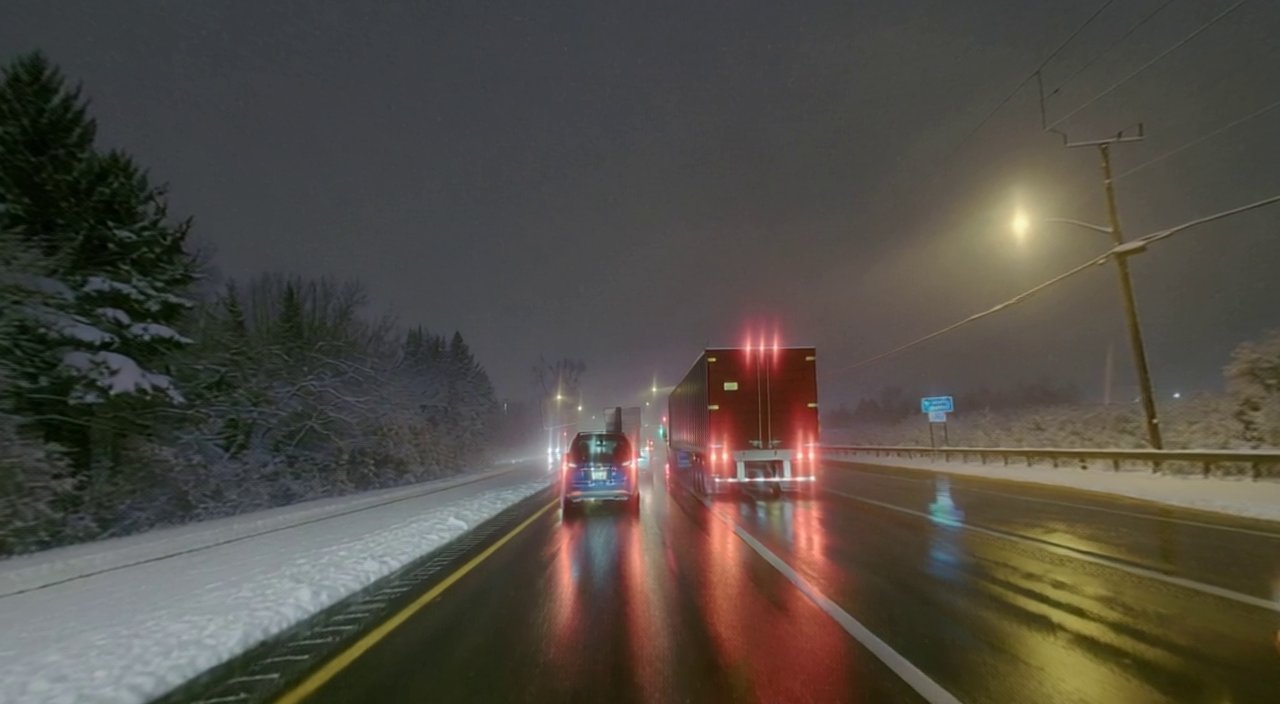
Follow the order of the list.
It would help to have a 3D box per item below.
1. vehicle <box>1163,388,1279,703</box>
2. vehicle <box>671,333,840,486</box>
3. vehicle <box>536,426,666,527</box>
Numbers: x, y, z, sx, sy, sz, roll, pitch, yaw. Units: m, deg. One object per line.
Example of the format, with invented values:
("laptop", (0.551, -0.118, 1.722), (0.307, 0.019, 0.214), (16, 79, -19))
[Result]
("vehicle", (3.565, 0.635, 0.682), (1.960, 1.515, 4.713), (0, -8, 1))
("vehicle", (3.613, 2.765, 25.966), (3.591, 4.290, 16.696), (0, -8, -1))
("vehicle", (-0.636, 2.233, 11.839), (2.009, 1.554, 4.013), (0, -8, -1))
